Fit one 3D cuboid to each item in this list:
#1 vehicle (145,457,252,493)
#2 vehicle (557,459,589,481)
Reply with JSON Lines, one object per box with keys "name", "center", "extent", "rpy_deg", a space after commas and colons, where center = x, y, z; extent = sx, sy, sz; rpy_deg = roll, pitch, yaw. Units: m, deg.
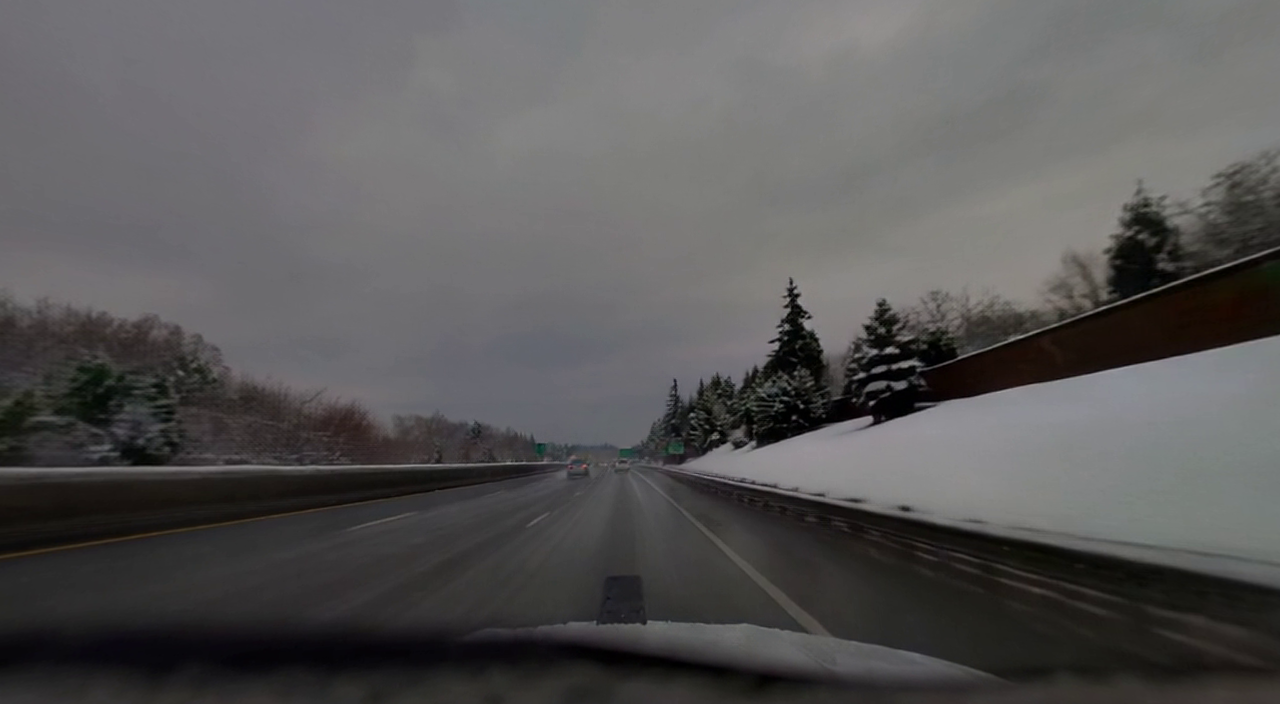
{"name": "vehicle", "center": [-19.796, 5.556, 28.493], "extent": [1.813, 1.450, 4.096], "rpy_deg": [1, -11, 0]}
{"name": "vehicle", "center": [-5.096, 9.086, 48.482], "extent": [2.039, 1.605, 4.365], "rpy_deg": [1, -11, 0]}
